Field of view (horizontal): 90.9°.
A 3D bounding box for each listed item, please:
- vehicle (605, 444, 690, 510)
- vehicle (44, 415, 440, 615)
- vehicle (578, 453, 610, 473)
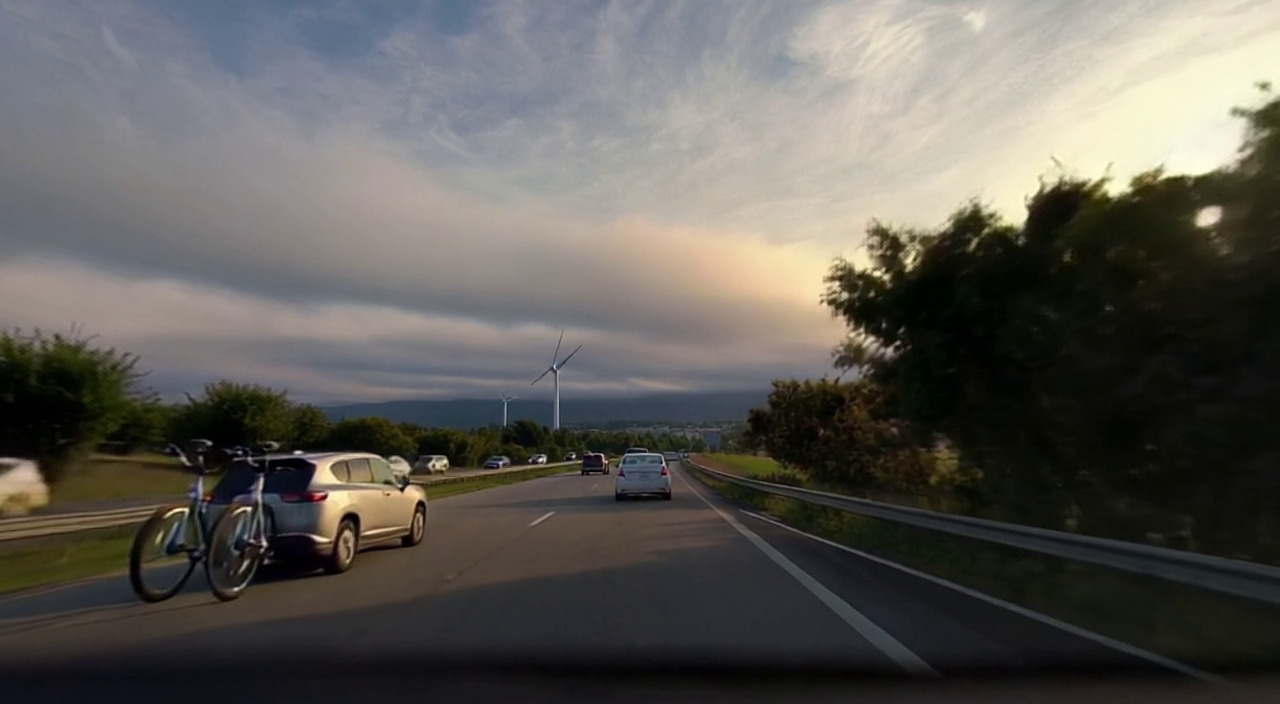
[{"bbox_3d":[0.202,3.349,17.340,2.063,1.582,3.955,0,-9,1],"label":"vehicle"},{"bbox_3d":[-4.043,1.709,7.443,1.962,1.681,4.033,0,-9,1],"label":"vehicle"},{"bbox_3d":[-3.487,8.499,48.440,2.059,1.455,4.205,0,-9,0],"label":"vehicle"}]
